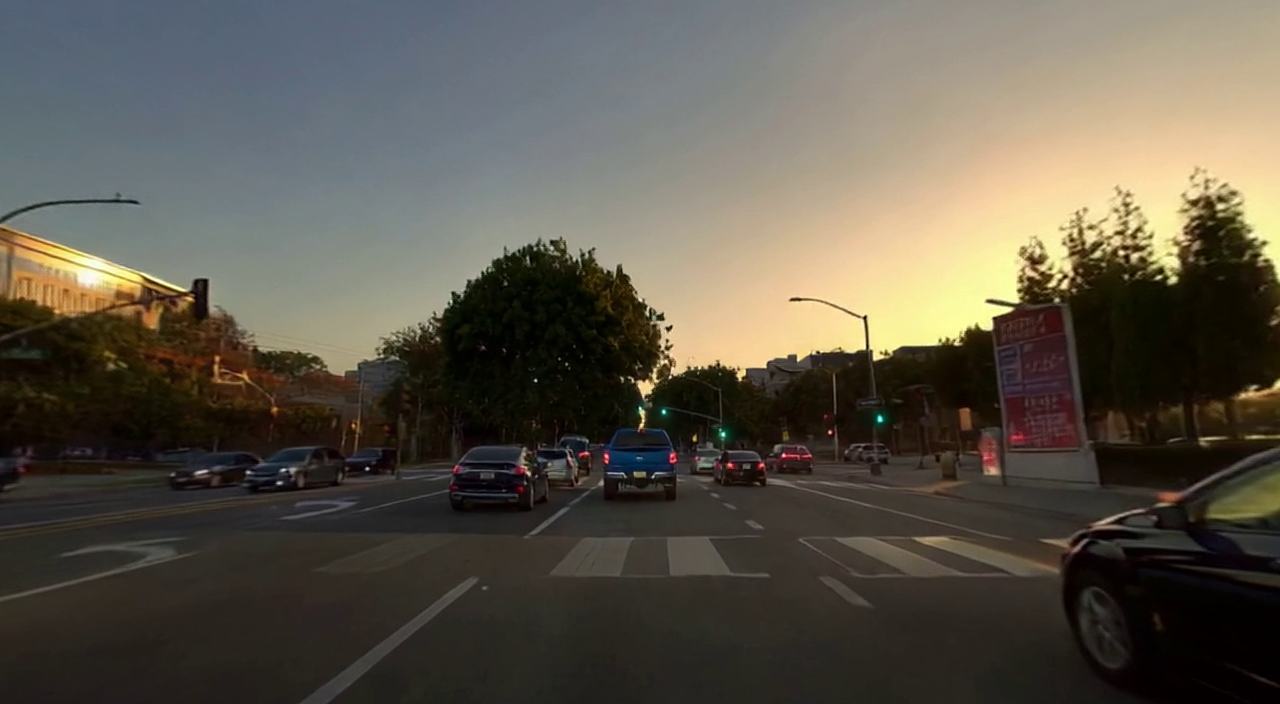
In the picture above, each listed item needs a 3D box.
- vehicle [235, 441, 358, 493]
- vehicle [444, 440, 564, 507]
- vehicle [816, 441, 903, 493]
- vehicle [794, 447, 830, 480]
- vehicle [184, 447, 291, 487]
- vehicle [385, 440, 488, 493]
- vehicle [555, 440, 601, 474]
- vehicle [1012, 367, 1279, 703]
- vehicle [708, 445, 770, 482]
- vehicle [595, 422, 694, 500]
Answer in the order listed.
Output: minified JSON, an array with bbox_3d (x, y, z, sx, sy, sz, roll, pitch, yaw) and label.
[{"bbox_3d":[-12.239,4.091,22.867,2.054,1.662,4.384,0,-8,-1],"label":"vehicle"},{"bbox_3d":[-3.268,3.013,16.199,1.986,1.465,4.509,0,-8,1],"label":"vehicle"},{"bbox_3d":[8.851,4.626,25.854,2.126,1.820,4.521,2,-8,2],"label":"vehicle"},{"bbox_3d":[10.140,6.508,37.157,1.944,1.718,4.122,-1,-8,15],"label":"vehicle"},{"bbox_3d":[-18.527,5.273,29.300,2.025,1.625,4.527,0,-8,-1],"label":"vehicle"},{"bbox_3d":[-6.625,3.748,21.076,1.907,1.541,4.364,0,-8,1],"label":"vehicle"},{"bbox_3d":[-3.321,5.693,34.492,2.018,1.700,4.142,0,-8,0],"label":"vehicle"},{"bbox_3d":[3.433,0.818,2.026,1.955,1.628,4.152,0,-8,1],"label":"vehicle"},{"bbox_3d":[4.201,4.789,27.449,1.968,1.472,4.456,0,-8,0],"label":"vehicle"},{"bbox_3d":[0.095,3.112,18.419,2.493,1.934,4.957,0,-8,0],"label":"vehicle"}]
